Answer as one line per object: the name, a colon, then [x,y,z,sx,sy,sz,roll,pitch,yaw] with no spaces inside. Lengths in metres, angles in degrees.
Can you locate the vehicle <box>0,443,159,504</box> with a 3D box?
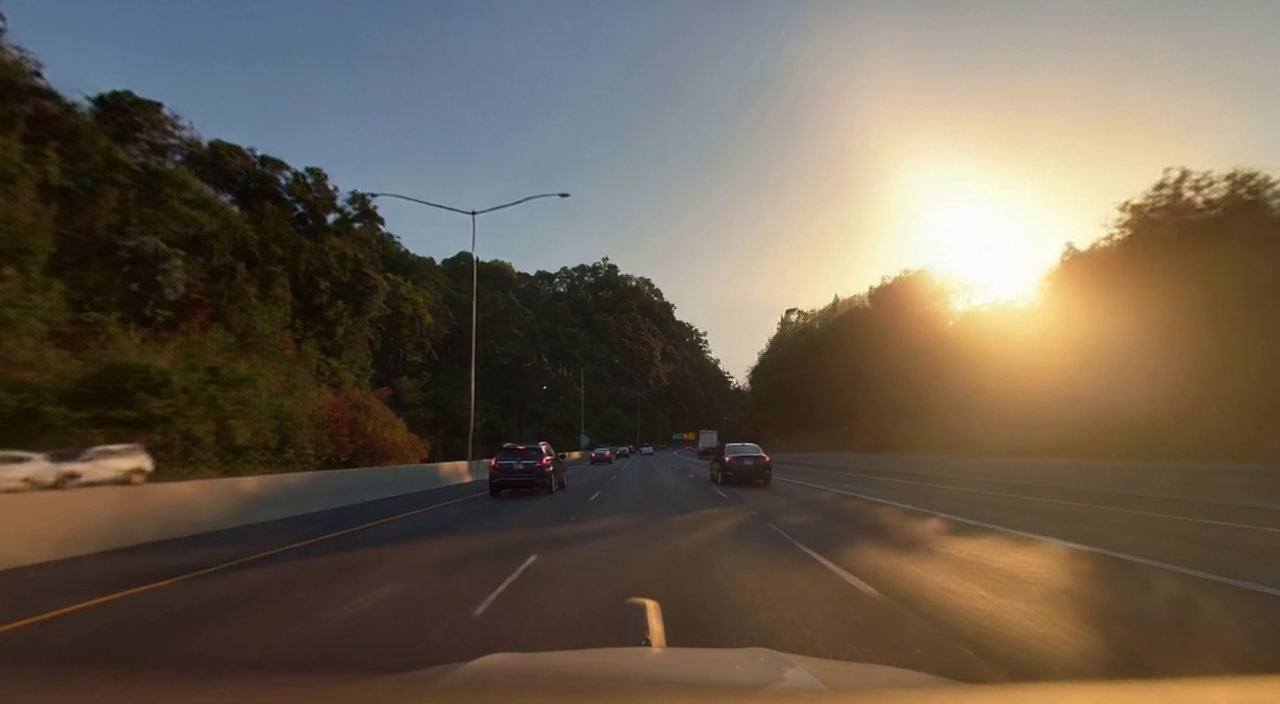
vehicle: [-23.631,4.620,24.518,2.721,2.129,9.070,-1,-8,1]

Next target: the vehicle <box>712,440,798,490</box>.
vehicle: [3.730,3.739,21.367,2.040,1.461,4.822,-1,-8,1]

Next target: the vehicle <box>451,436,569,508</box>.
vehicle: [-3.224,3.068,16.777,1.974,1.589,5.047,-1,-8,1]

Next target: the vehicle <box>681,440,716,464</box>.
vehicle: [4.427,7.630,48.399,2.144,1.752,4.765,0,-8,0]

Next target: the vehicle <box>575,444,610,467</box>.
vehicle: [-3.300,7.331,44.995,2.099,1.494,4.504,-1,-8,1]
